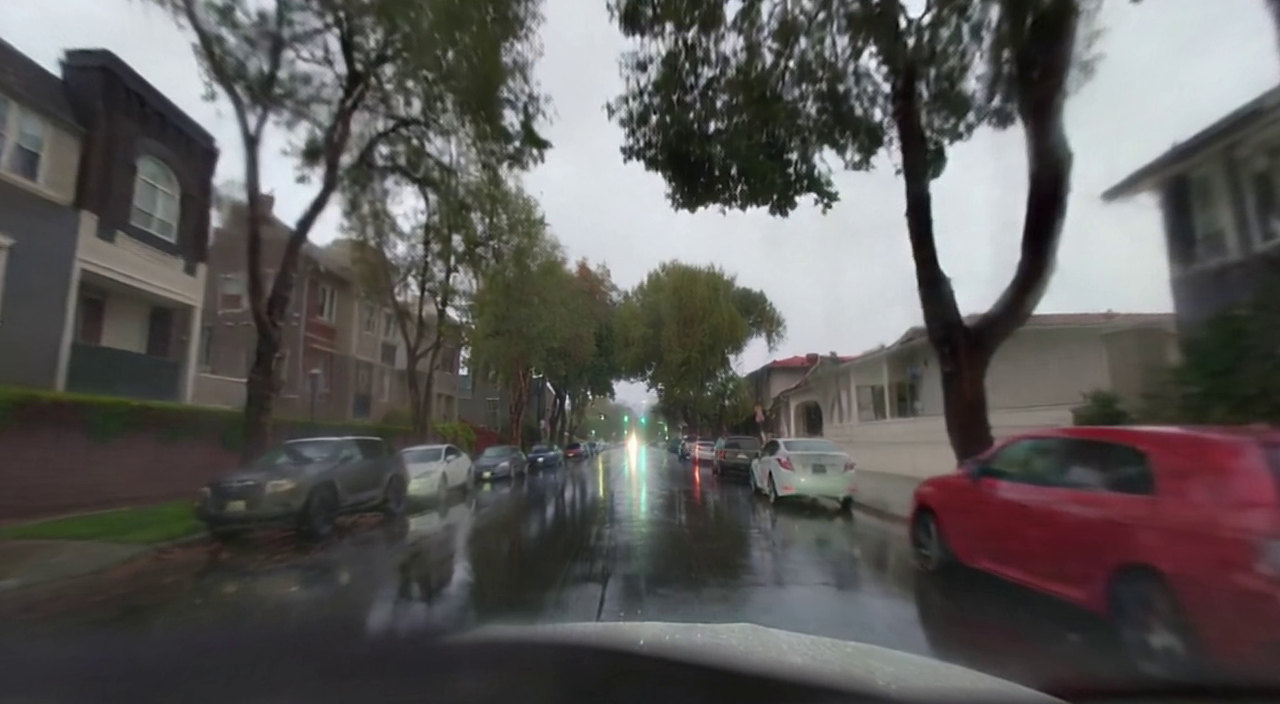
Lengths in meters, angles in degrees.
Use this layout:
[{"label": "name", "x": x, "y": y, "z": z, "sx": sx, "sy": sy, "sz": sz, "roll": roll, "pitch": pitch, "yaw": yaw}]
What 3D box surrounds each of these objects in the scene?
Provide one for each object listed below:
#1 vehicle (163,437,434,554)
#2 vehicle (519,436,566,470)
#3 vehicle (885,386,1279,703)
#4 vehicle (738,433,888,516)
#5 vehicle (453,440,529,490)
[{"label": "vehicle", "x": -5.737, "y": 2.434, "z": 11.637, "sx": 2.169, "sy": 1.574, "sz": 5.016, "roll": -3, "pitch": -9, "yaw": 1}, {"label": "vehicle", "x": -5.787, "y": 6.119, "z": 38.161, "sx": 2.106, "sy": 1.760, "sz": 4.573, "roll": -4, "pitch": -9, "yaw": -1}, {"label": "vehicle", "x": 3.604, "y": 1.235, "z": 4.674, "sx": 1.909, "sy": 1.595, "sz": 4.136, "roll": 0, "pitch": -8, "yaw": 0}, {"label": "vehicle", "x": 3.527, "y": 2.572, "z": 13.849, "sx": 1.881, "sy": 1.482, "sz": 4.531, "roll": 0, "pitch": -8, "yaw": -2}, {"label": "vehicle", "x": -5.781, "y": 4.379, "z": 25.065, "sx": 1.901, "sy": 1.475, "sz": 4.425, "roll": -4, "pitch": -6, "yaw": 0}]
